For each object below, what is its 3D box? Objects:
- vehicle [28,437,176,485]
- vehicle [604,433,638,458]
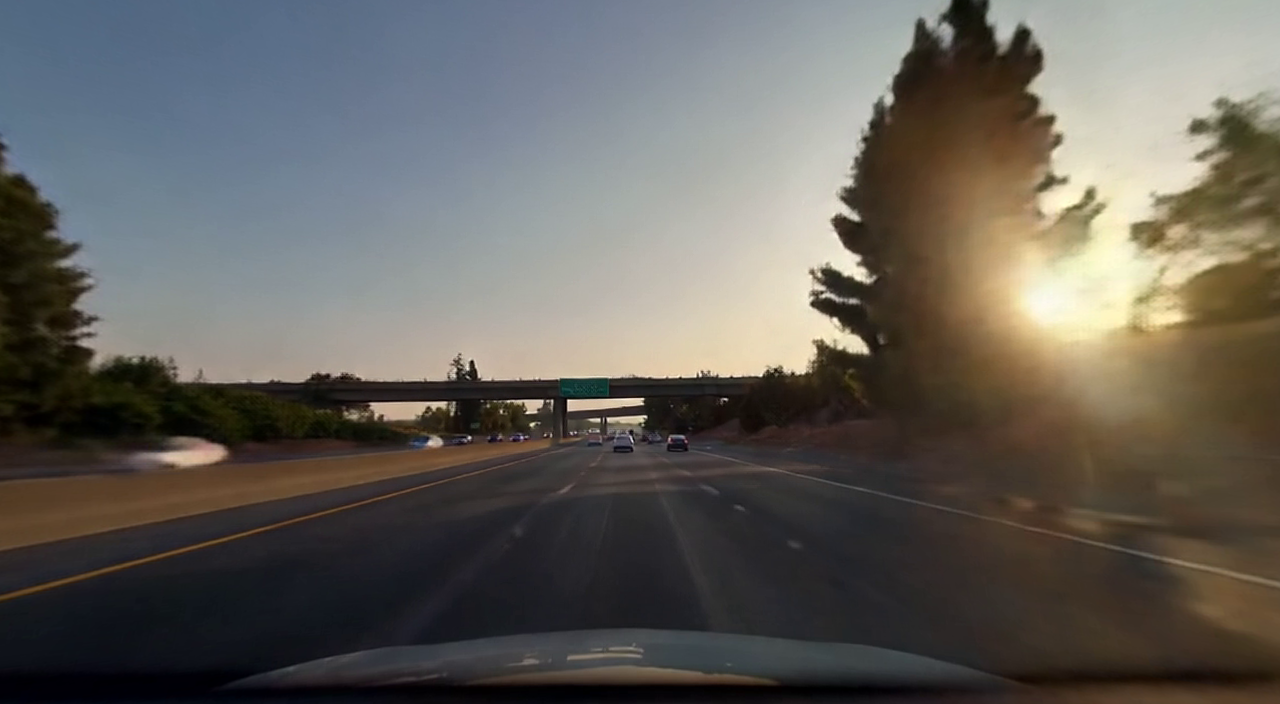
[{"bbox_3d":[-17.706,3.553,21.009,1.736,1.438,3.687,0,-8,-2],"label":"vehicle"},{"bbox_3d":[-1.142,5.638,38.198,1.987,1.440,3.565,0,-8,-2],"label":"vehicle"}]
